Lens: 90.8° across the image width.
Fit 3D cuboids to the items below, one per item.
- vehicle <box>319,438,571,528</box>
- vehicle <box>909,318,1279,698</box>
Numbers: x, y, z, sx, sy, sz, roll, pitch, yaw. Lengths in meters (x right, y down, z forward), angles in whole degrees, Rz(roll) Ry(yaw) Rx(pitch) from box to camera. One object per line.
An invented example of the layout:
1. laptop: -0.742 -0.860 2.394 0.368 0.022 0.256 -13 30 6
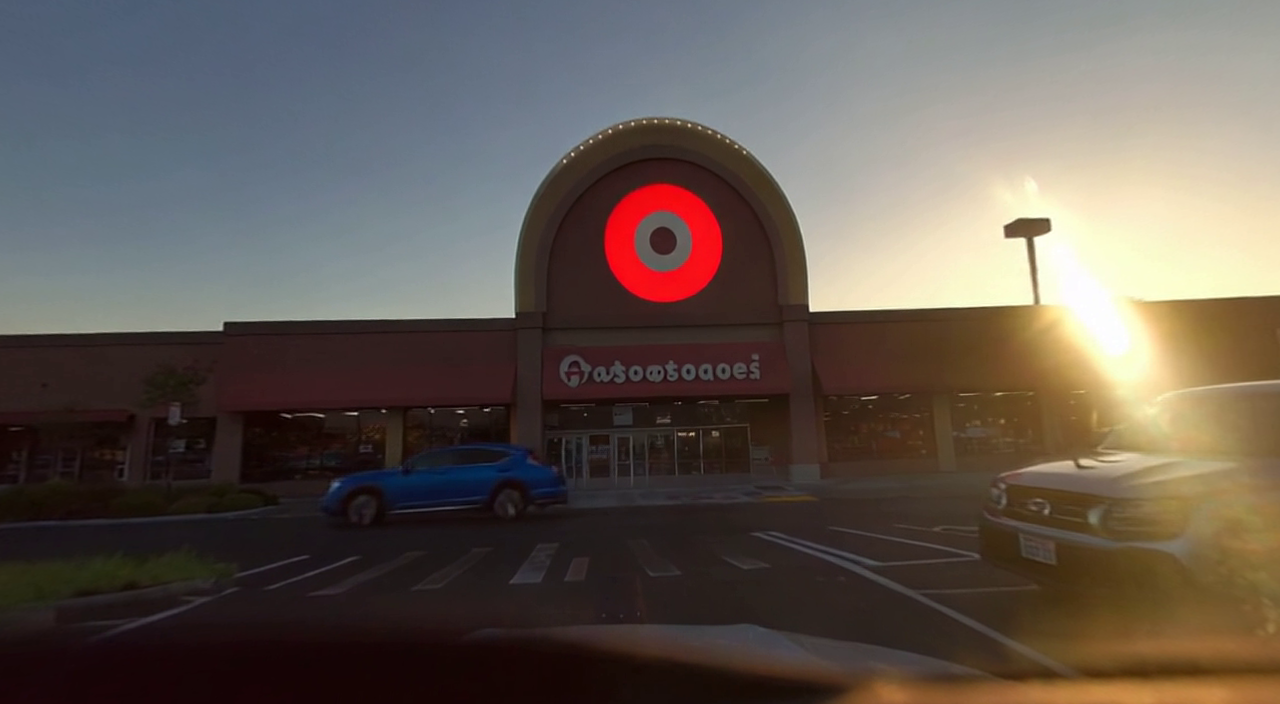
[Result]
1. vehicle: -4.050 2.835 14.034 4.957 1.788 2.092 1 -9 -6
2. vehicle: 5.003 0.981 4.686 4.864 1.916 2.413 1 -9 -5
